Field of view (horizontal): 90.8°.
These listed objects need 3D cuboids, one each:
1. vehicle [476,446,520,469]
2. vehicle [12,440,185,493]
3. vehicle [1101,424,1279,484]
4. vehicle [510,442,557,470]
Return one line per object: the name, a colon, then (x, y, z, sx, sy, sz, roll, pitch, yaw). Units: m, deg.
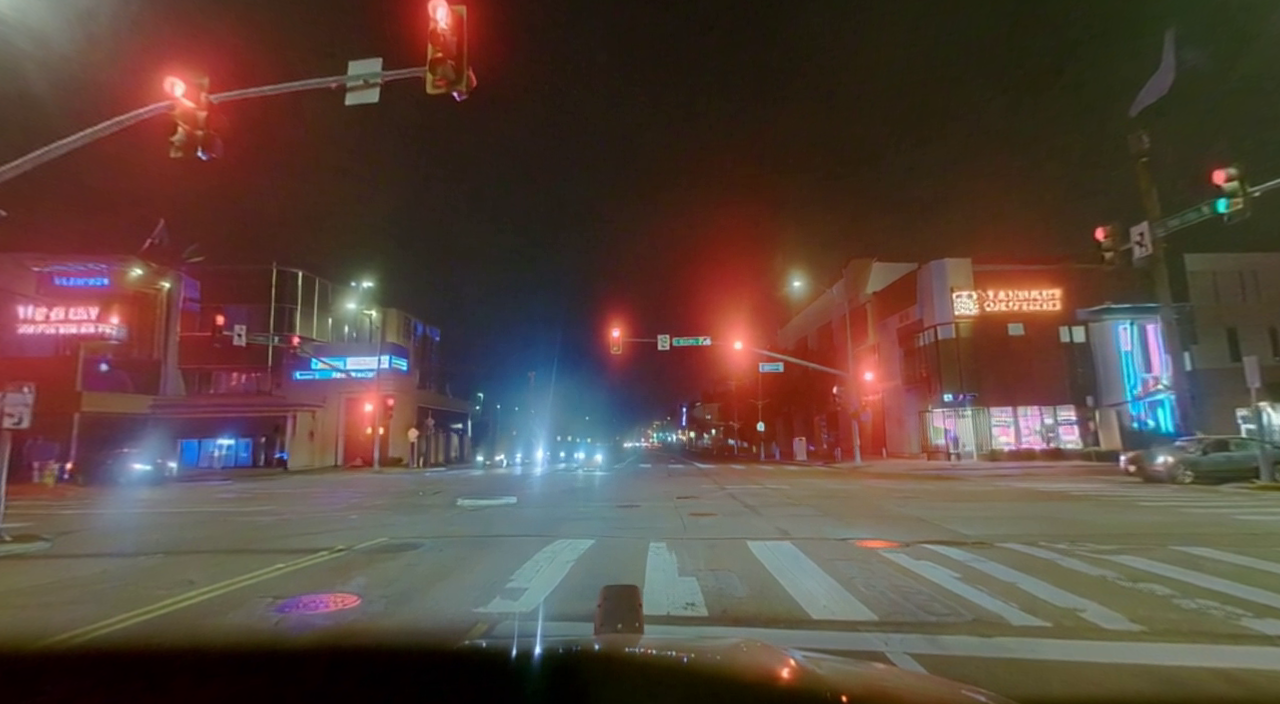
vehicle: (-9.859, 7.359, 44.122, 2.106, 1.505, 4.228, 0, -9, 0)
vehicle: (-21.146, 4.431, 24.769, 5.161, 1.910, 2.275, -2, -9, 11)
vehicle: (15.408, 2.699, 16.772, 4.651, 1.463, 1.880, -2, -9, 8)
vehicle: (-6.780, 6.691, 40.754, 2.181, 1.703, 4.512, 0, -9, 1)
